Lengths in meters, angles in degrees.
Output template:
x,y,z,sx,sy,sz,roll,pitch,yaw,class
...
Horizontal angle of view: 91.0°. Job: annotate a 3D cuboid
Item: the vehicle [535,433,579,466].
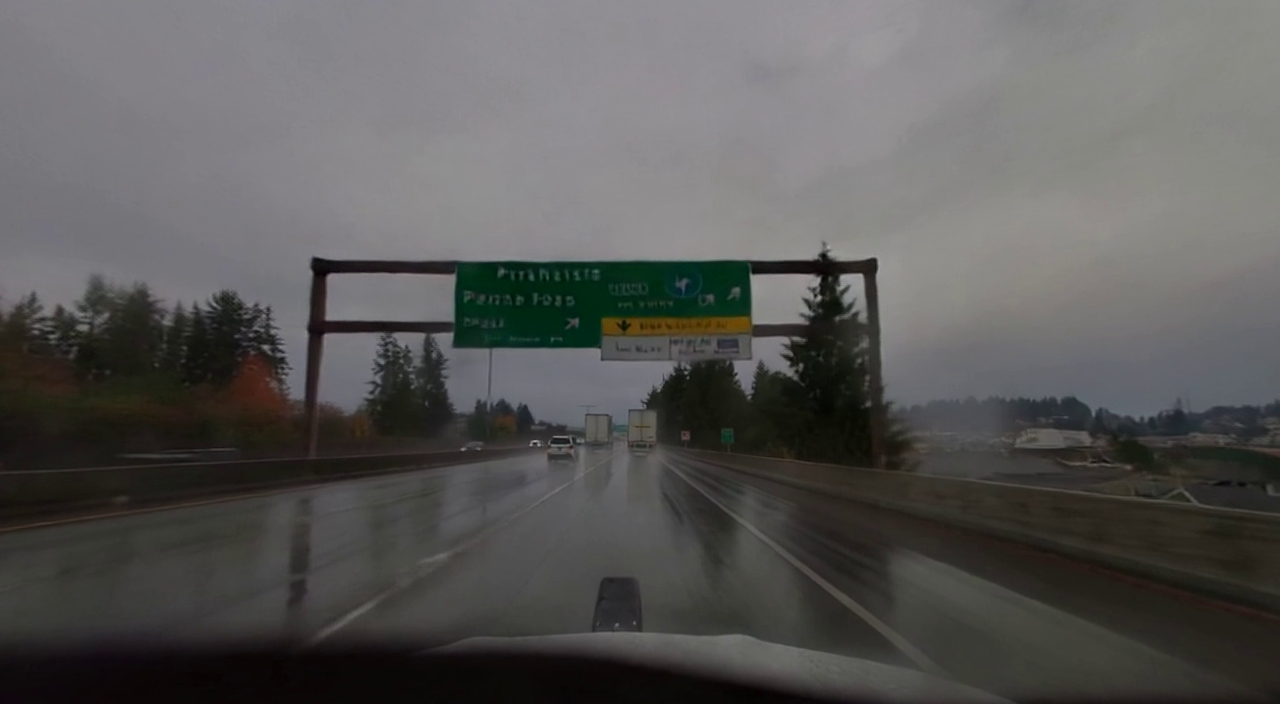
x,y,z,sx,sy,sz,roll,pitch,yaw,class
-4.985,5.919,38.450,2.127,1.839,4.984,0,-8,-2,vehicle
